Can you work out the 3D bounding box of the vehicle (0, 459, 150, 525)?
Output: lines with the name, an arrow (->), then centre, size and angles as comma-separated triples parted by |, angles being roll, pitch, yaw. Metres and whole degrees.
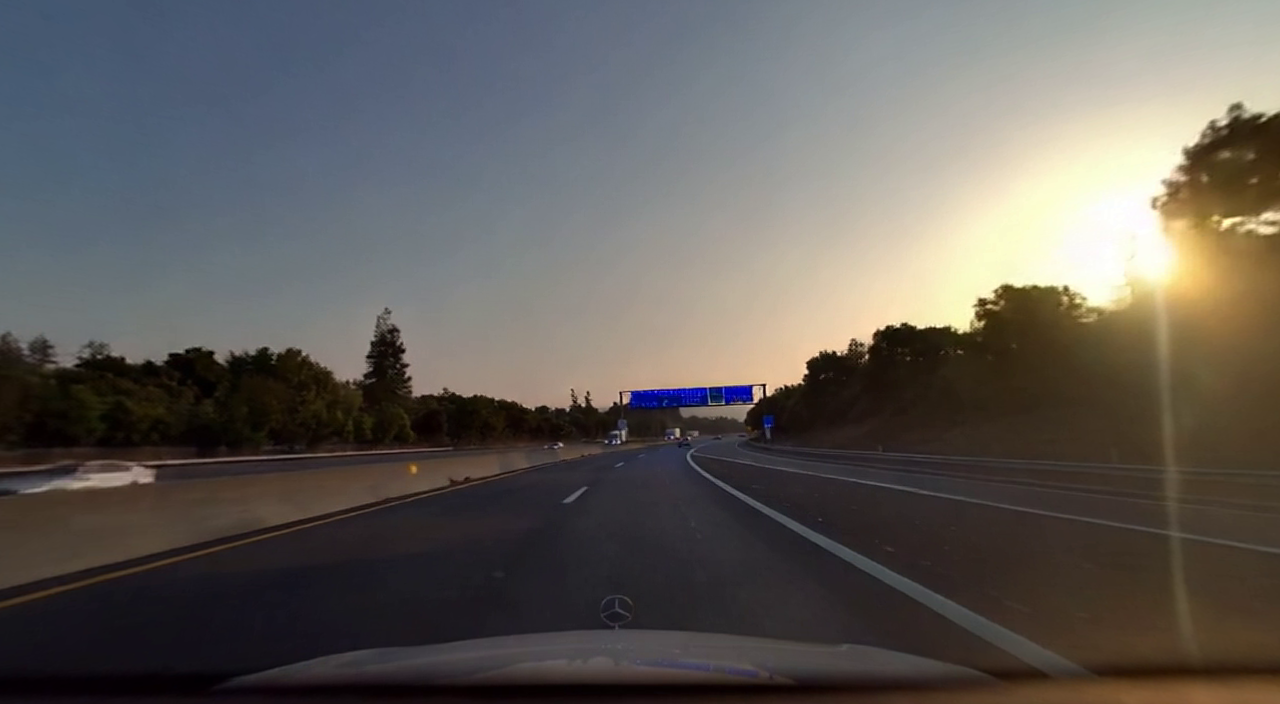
vehicle -> -15.752, 3.692, 17.018 | 1.938, 1.469, 3.725 | -1, -8, 0
